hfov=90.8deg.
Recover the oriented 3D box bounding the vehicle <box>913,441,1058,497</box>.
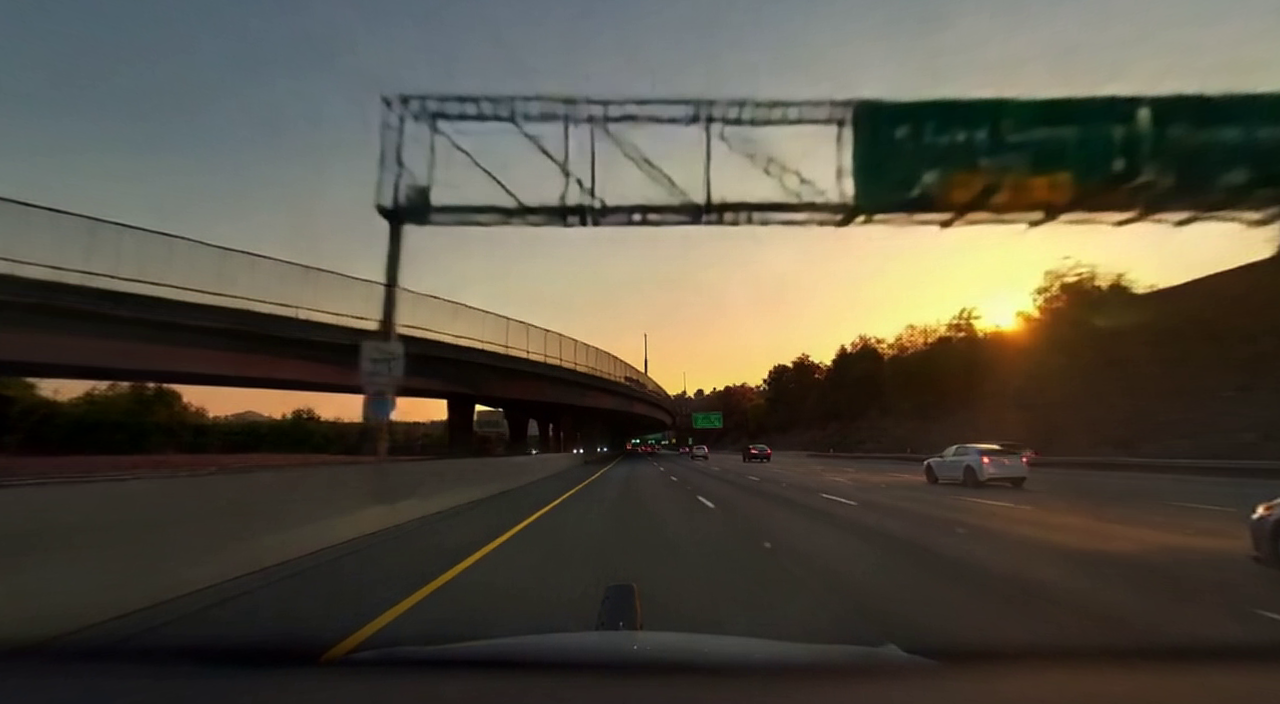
[{"bbox_3d":[9.792,3.325,18.354,1.836,1.418,4.132,0,-9,0],"label":"vehicle"}]
